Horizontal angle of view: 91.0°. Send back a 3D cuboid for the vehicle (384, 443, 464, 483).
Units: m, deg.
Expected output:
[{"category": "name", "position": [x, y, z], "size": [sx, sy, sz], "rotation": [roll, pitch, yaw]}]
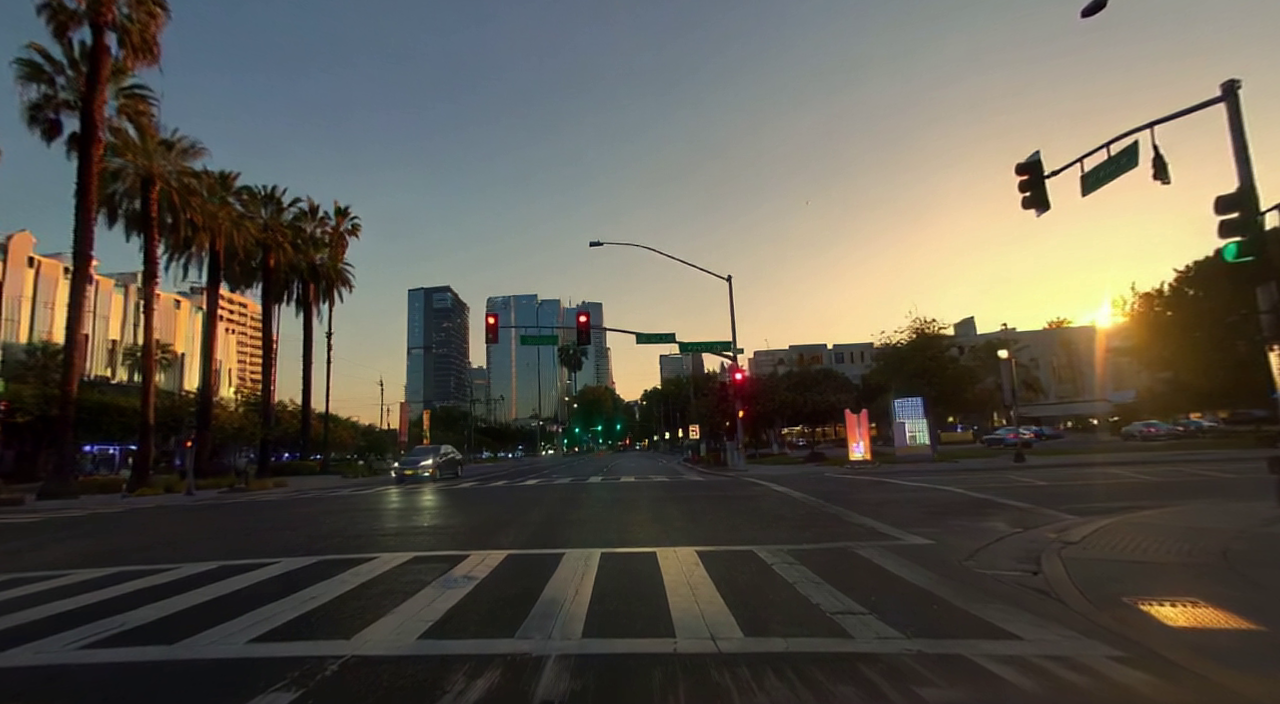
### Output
[{"category": "vehicle", "position": [-10.748, 5.533, 31.774], "size": [2.270, 1.833, 4.860], "rotation": [0, -9, 1]}]
